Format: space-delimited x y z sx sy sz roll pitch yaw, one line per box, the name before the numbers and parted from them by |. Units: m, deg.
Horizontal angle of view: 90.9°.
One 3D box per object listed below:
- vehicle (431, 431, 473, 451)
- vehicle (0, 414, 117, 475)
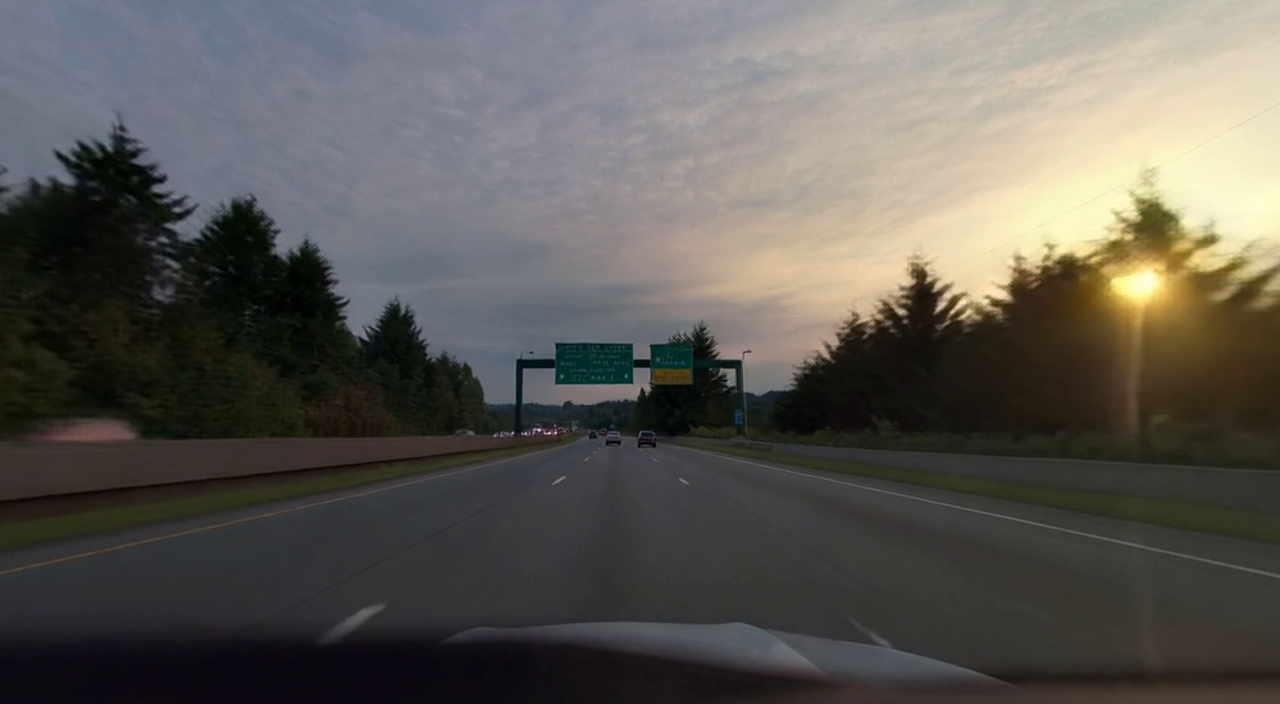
vehicle | -14.749 7.006 49.645 1.916 1.461 4.780 0 -8 -2
vehicle | -17.370 2.578 17.607 1.916 1.544 4.149 0 -8 0
